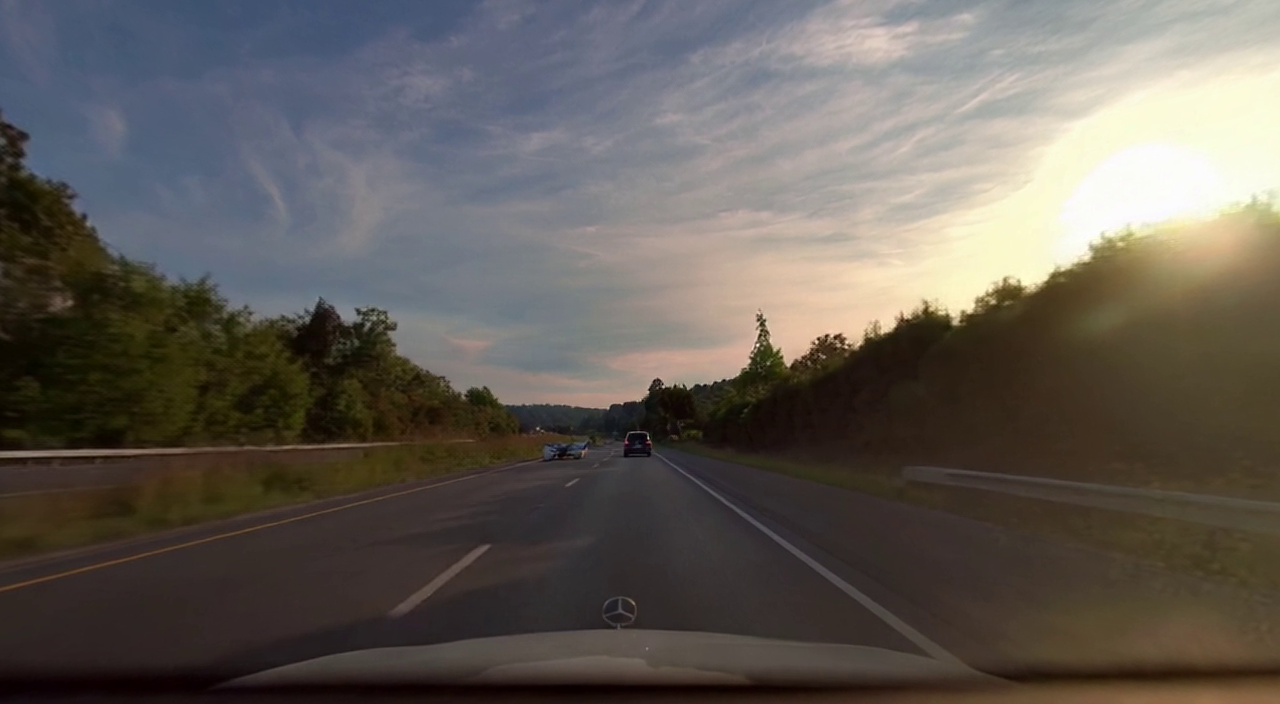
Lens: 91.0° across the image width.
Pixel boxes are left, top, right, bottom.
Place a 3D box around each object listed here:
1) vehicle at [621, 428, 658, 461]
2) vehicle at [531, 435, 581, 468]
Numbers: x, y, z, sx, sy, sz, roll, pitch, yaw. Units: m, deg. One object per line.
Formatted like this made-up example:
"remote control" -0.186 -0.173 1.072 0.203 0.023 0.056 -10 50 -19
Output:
"vehicle" -0.071 5.976 40.697 2.223 1.957 4.416 0 -8 -2
"vehicle" -4.233 5.075 32.350 2.062 1.567 4.117 0 -8 -1
